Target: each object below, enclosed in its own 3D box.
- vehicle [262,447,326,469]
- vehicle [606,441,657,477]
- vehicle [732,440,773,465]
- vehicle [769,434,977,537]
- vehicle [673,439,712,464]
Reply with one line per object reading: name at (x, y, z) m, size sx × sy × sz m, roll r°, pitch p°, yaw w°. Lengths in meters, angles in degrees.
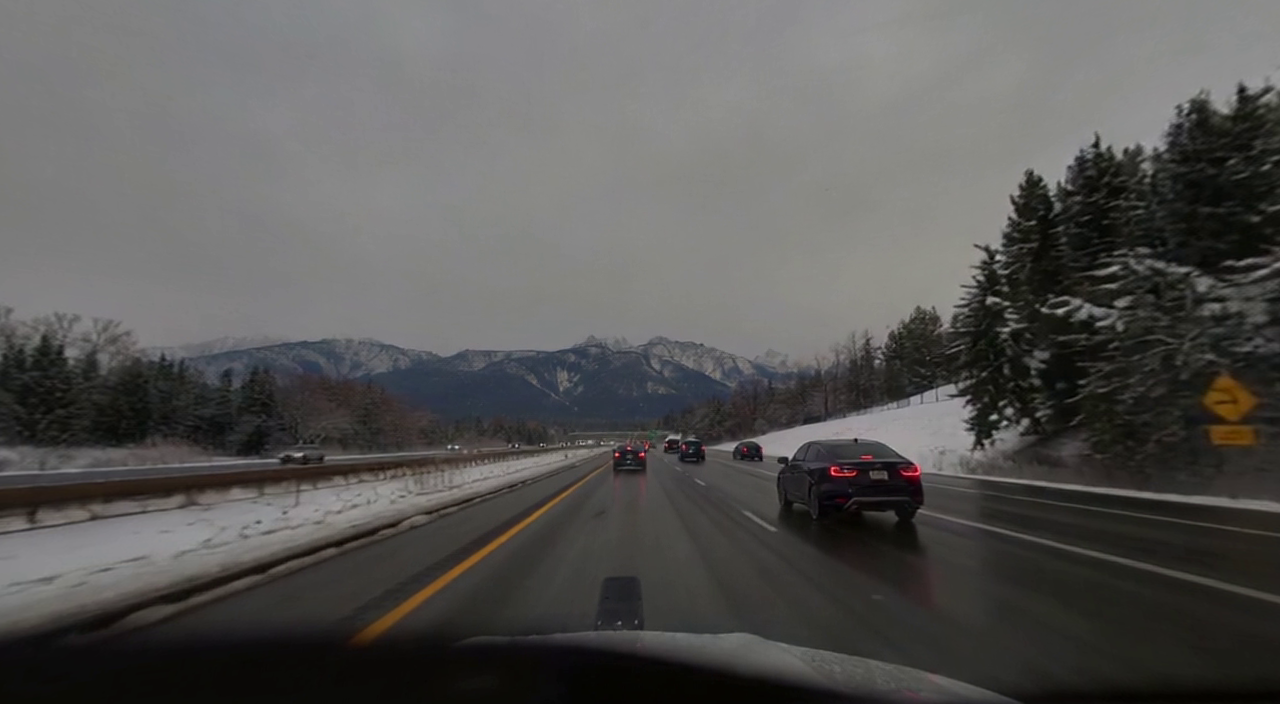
vehicle at (-24.532, 7.518, 44.863) m, size 2.008 × 1.459 × 4.528 m, roll 0°, pitch -9°, yaw 0°
vehicle at (-0.359, 4.663, 27.573) m, size 2.085 × 1.449 × 3.860 m, roll 0°, pitch -9°, yaw 0°
vehicle at (7.719, 6.936, 43.577) m, size 1.996 × 1.637 × 3.990 m, roll 0°, pitch -9°, yaw -1°
vehicle at (3.734, 2.212, 11.055) m, size 1.957 × 1.447 × 4.241 m, roll 0°, pitch -9°, yaw -1°
vehicle at (3.780, 7.317, 46.201) m, size 2.436 × 1.704 × 4.694 m, roll 0°, pitch -9°, yaw 0°
